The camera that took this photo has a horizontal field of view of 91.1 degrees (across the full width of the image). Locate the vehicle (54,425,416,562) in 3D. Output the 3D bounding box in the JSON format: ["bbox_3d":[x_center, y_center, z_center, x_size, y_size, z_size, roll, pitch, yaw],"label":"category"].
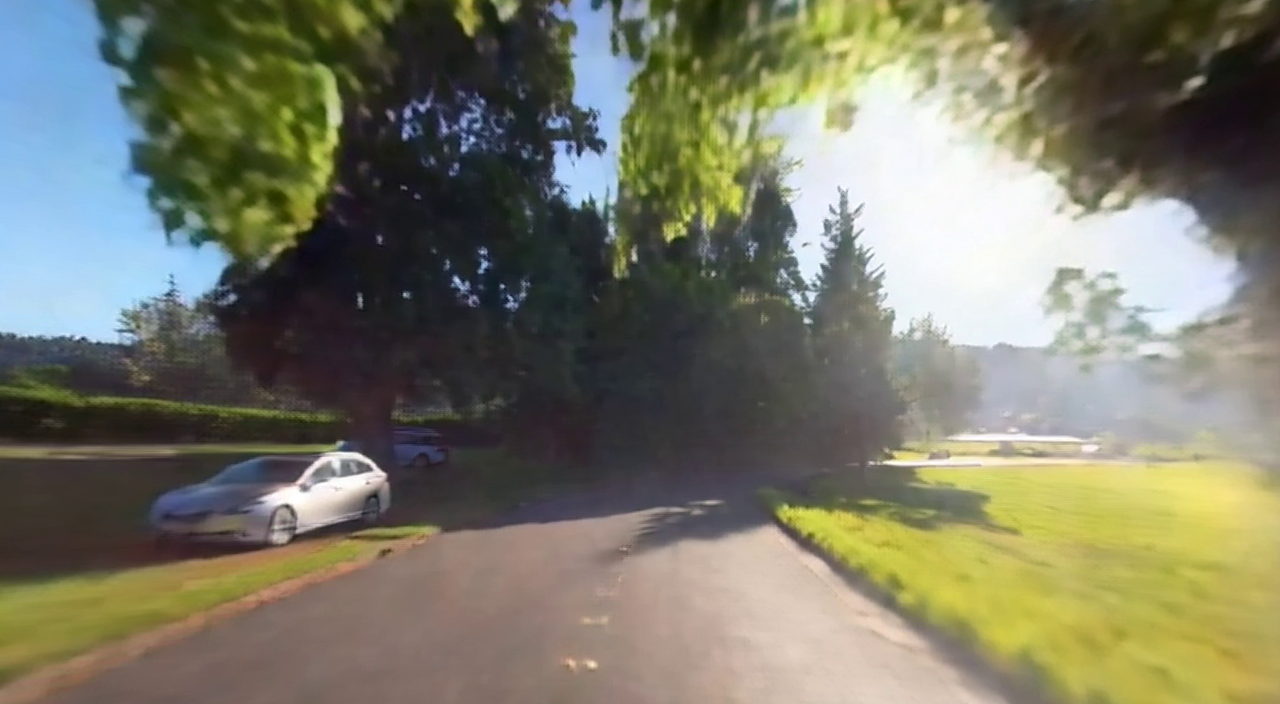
[{"bbox_3d":[-5.436,1.983,9.529,2.166,1.512,4.822,0,-9,2],"label":"vehicle"}]
